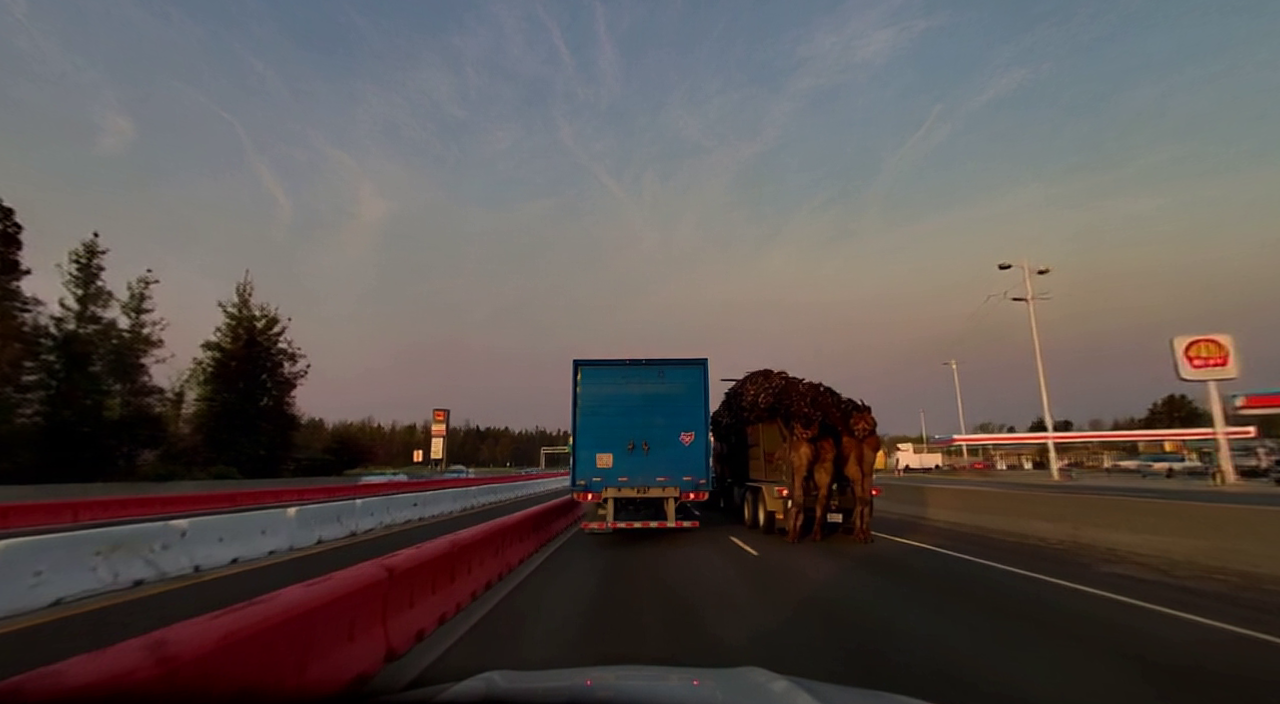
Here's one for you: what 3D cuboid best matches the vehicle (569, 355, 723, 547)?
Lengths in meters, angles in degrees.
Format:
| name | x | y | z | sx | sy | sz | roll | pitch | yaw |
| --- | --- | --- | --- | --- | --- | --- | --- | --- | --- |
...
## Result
| name | x | y | z | sx | sy | sz | roll | pitch | yaw |
| --- | --- | --- | --- | --- | --- | --- | --- | --- | --- |
| vehicle | 0.046 | 2.482 | 15.316 | 2.618 | 3.306 | 8.676 | 1 | -10 | -1 |

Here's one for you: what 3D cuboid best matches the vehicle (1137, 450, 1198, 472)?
| name | x | y | z | sx | sy | sz | roll | pitch | yaw |
| --- | --- | --- | --- | --- | --- | --- | --- | --- | --- |
| vehicle | 37.024 | 7.659 | 44.200 | 4.315 | 1.469 | 1.823 | 7 | -12 | -31 |

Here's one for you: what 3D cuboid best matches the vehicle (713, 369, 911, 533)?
| name | x | y | z | sx | sy | sz | roll | pitch | yaw |
| --- | --- | --- | --- | --- | --- | --- | --- | --- | --- |
| vehicle | 4.426 | 3.074 | 19.000 | 2.936 | 3.640 | 9.443 | 1 | -10 | -2 |

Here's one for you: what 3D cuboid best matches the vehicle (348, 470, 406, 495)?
| name | x | y | z | sx | sy | sz | roll | pitch | yaw |
| --- | --- | --- | --- | --- | --- | --- | --- | --- | --- |
| vehicle | -16.839 | 8.367 | 40.588 | 1.892 | 1.507 | 4.458 | 1 | -10 | -1 |

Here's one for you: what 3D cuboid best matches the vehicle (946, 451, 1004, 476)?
| name | x | y | z | sx | sy | sz | roll | pitch | yaw |
| --- | --- | --- | --- | --- | --- | --- | --- | --- | --- |
| vehicle | 24.698 | 8.238 | 46.569 | 1.919 | 1.722 | 4.024 | 1 | -10 | -2 |

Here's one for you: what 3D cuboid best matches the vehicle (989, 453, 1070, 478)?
| name | x | y | z | sx | sy | sz | roll | pitch | yaw |
| --- | --- | --- | --- | --- | --- | --- | --- | --- | --- |
| vehicle | 24.576 | 7.215 | 39.947 | 1.762 | 1.470 | 4.485 | 3 | -11 | -10 |
